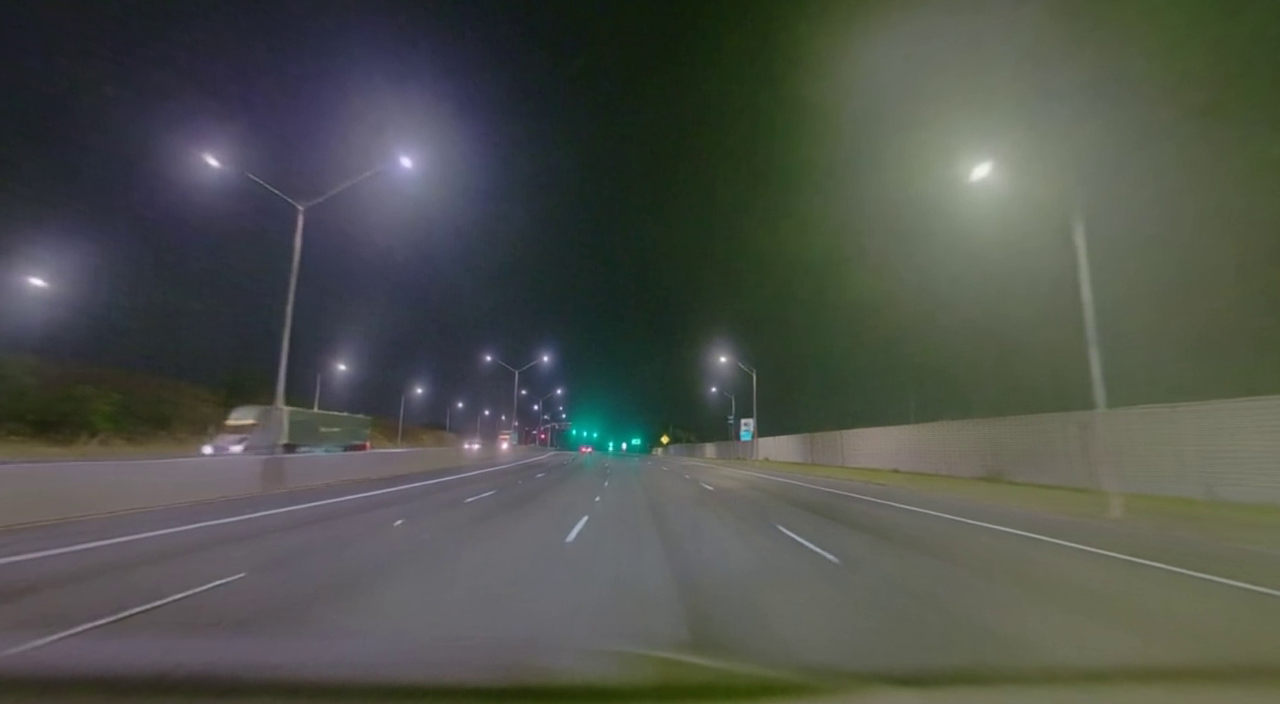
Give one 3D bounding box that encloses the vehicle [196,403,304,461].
[{"bbox_3d":[-28.270,5.967,46.325,3.025,3.872,8.107,0,-8,-3],"label":"vehicle"}]
